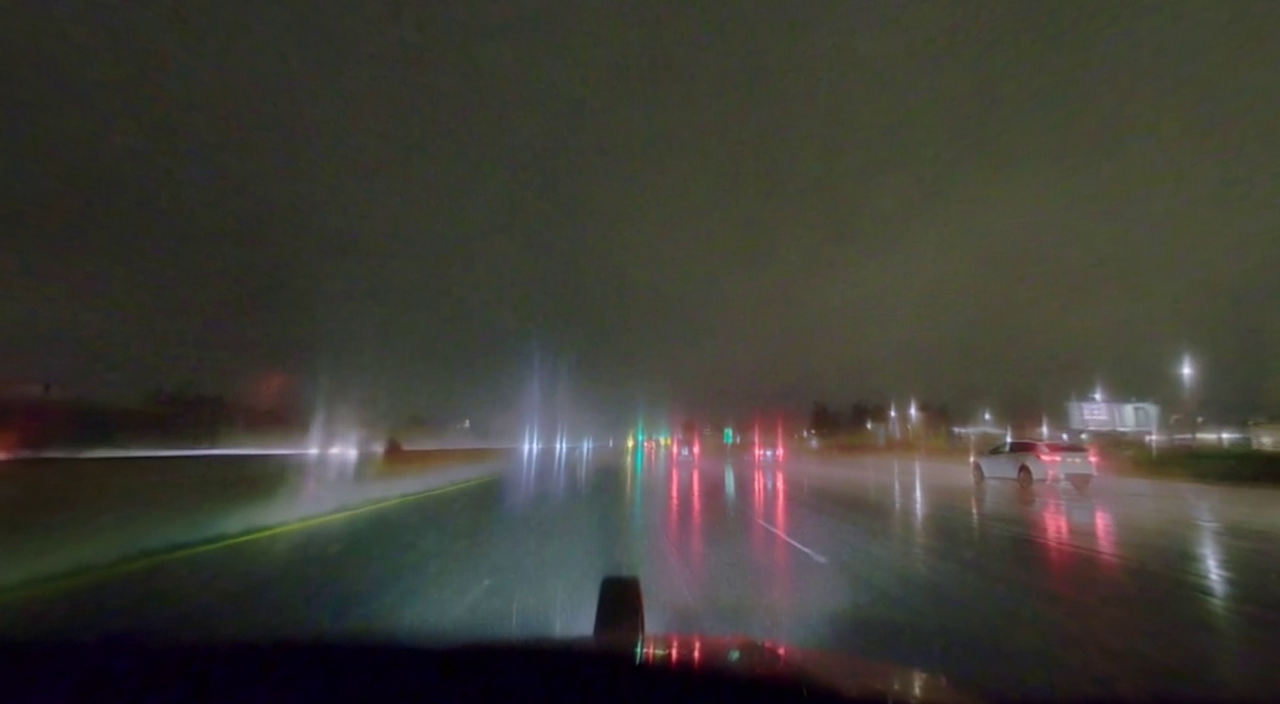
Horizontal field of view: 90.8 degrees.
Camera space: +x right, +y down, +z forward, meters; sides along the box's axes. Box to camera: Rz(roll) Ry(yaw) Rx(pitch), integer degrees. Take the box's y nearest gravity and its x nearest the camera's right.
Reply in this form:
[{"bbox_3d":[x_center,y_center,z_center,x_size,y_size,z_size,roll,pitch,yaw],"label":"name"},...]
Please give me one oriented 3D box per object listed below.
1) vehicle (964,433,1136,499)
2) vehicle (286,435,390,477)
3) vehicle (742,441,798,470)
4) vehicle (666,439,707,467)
[{"bbox_3d":[10.915,3.034,17.237,1.844,1.560,4.085,0,-8,-1],"label":"vehicle"},{"bbox_3d":[-9.941,3.412,21.085,1.723,1.223,3.577,1,-7,-1],"label":"vehicle"},{"bbox_3d":[6.841,5.500,33.763,1.952,1.442,4.259,0,-8,-2],"label":"vehicle"},{"bbox_3d":[2.763,6.077,38.233,1.977,1.601,4.598,0,-8,-2],"label":"vehicle"}]
